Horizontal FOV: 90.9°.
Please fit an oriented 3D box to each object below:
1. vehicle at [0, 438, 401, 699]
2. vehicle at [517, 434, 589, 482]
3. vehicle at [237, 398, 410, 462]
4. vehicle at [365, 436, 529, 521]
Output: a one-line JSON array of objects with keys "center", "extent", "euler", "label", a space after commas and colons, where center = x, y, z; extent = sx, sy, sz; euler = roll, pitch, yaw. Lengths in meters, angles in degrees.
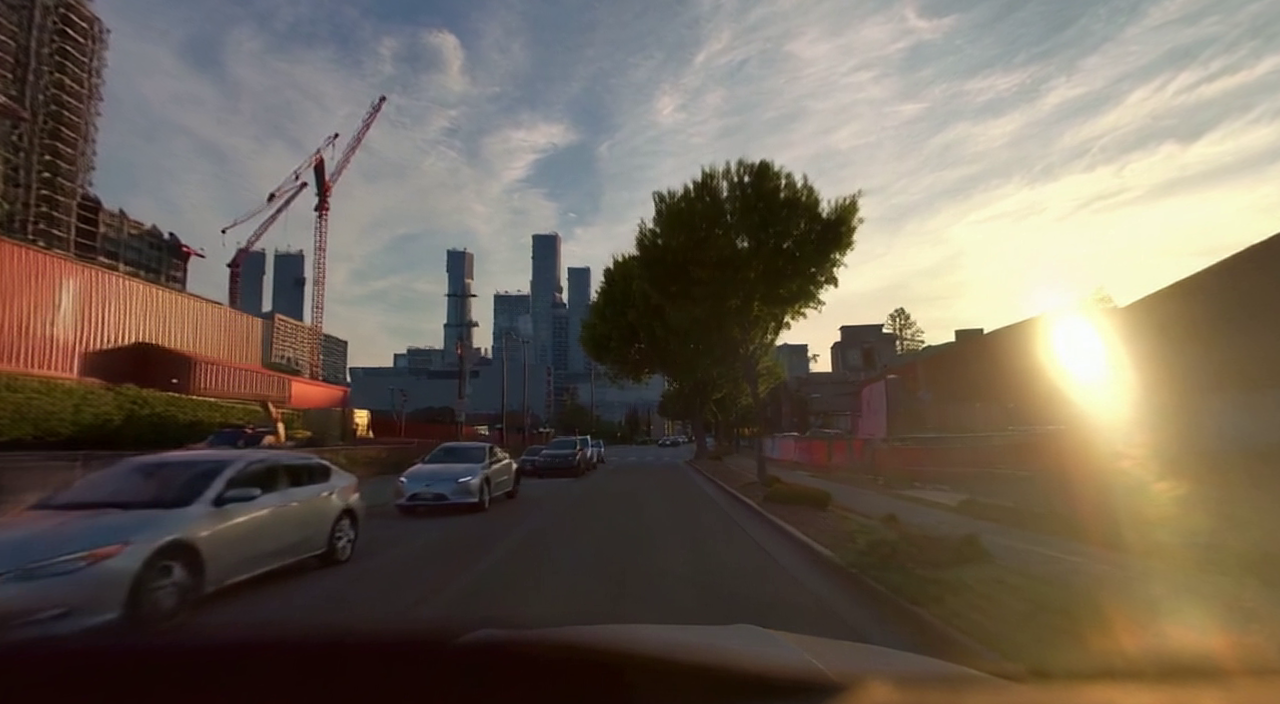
[{"center": [-4.100, 1.512, 5.766], "extent": [1.996, 1.411, 4.370], "euler": [-1, -8, 2], "label": "vehicle"}, {"center": [-3.208, 3.988, 24.134], "extent": [1.980, 1.635, 4.153], "euler": [-1, -8, 3], "label": "vehicle"}, {"center": [-13.019, 3.262, 26.150], "extent": [6.039, 2.449, 2.273], "euler": [-1, -8, 7], "label": "vehicle"}, {"center": [-3.786, 2.516, 13.285], "extent": [1.948, 1.460, 4.394], "euler": [-1, -8, 2], "label": "vehicle"}]
